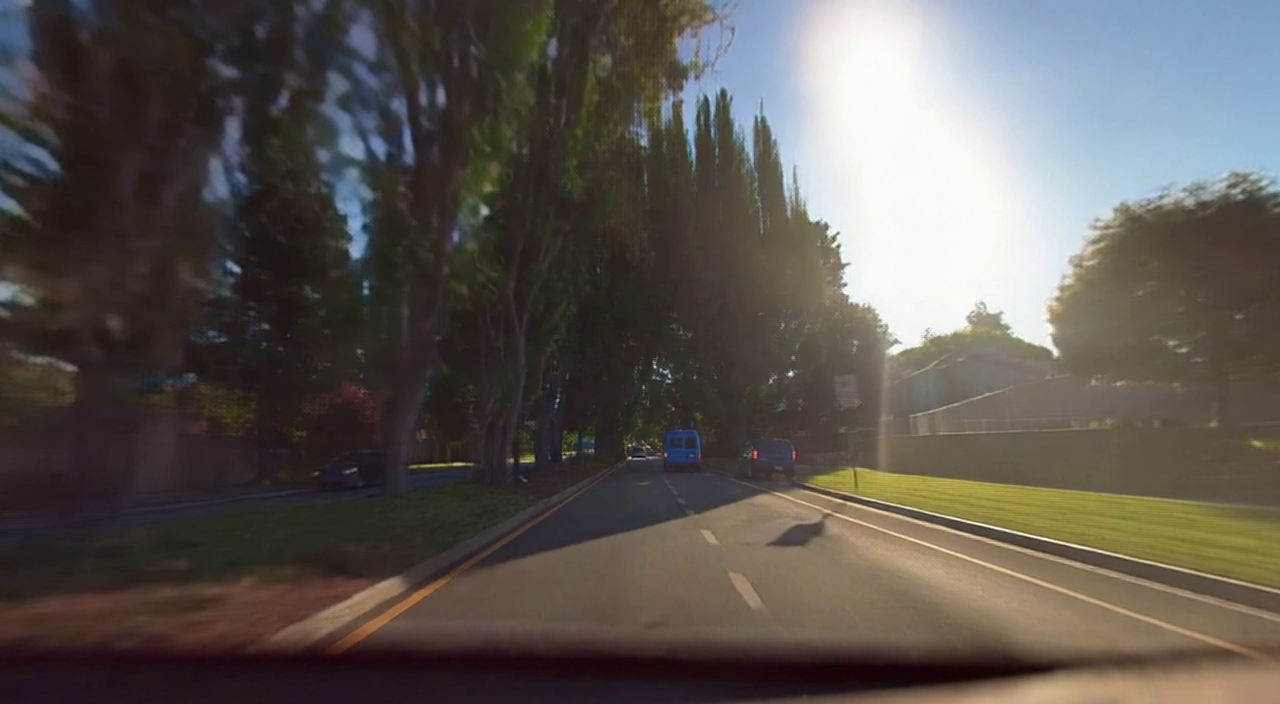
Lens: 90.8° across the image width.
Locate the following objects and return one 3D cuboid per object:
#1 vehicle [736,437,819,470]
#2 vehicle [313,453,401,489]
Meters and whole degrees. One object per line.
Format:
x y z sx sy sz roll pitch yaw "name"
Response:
9.137 6.784 42.328 4.990 2.142 2.488 0 -9 1 "vehicle"
-13.091 5.511 29.601 1.908 1.477 4.750 0 -8 0 "vehicle"
